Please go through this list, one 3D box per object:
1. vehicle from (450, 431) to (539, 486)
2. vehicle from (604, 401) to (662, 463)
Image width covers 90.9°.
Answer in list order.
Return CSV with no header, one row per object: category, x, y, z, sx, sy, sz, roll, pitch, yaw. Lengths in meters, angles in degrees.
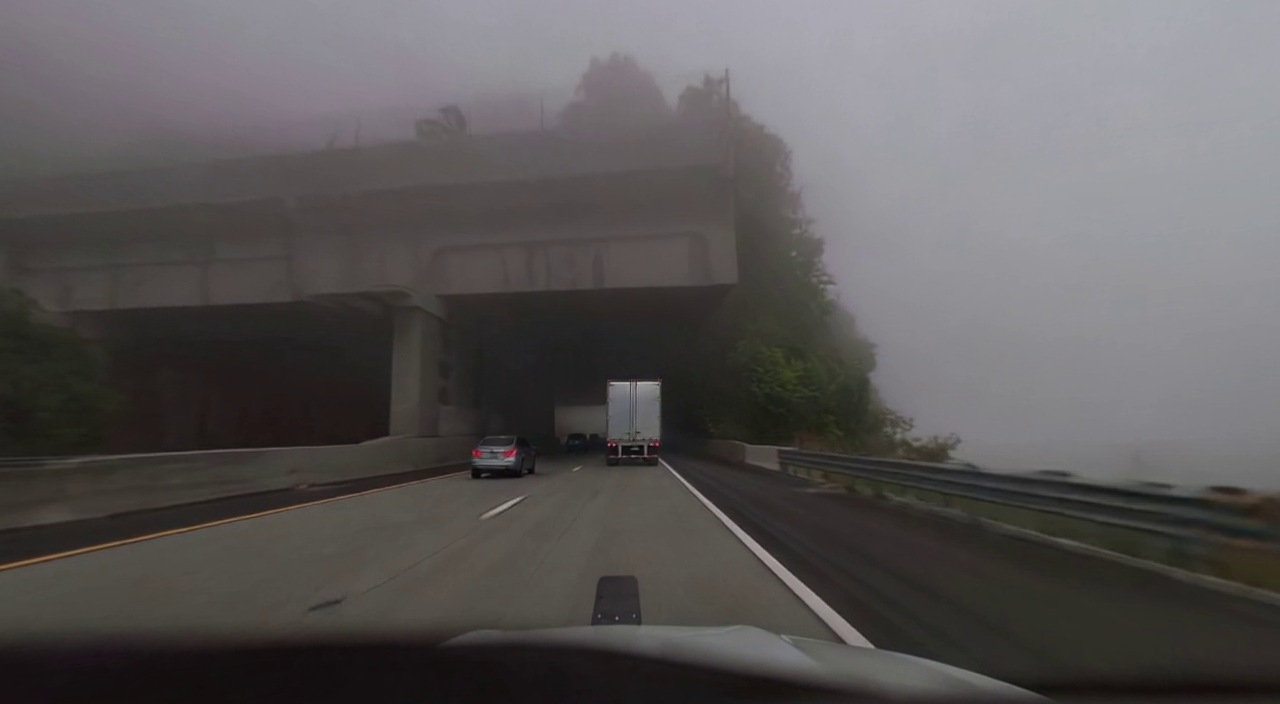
vehicle,-4.435,3.289,19.826,1.909,1.520,3.897,0,-8,0
vehicle,-0.272,3.283,25.964,2.319,2.461,1.270,0,-8,0
